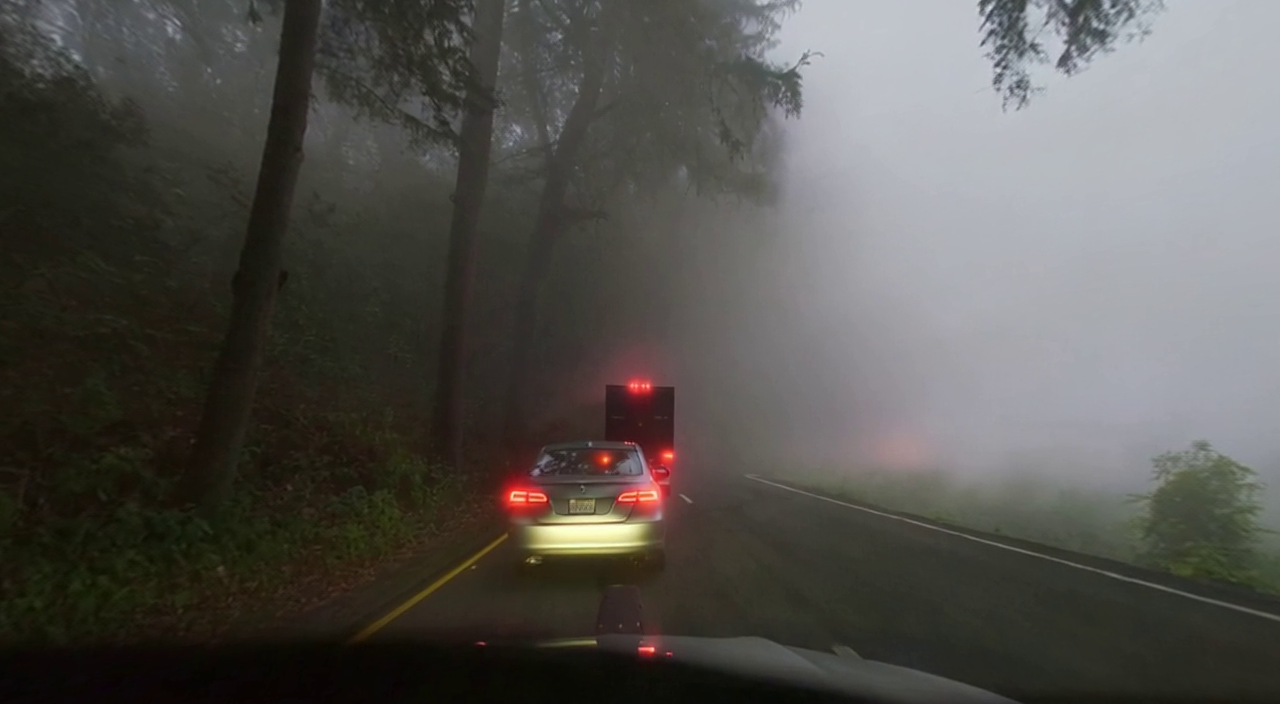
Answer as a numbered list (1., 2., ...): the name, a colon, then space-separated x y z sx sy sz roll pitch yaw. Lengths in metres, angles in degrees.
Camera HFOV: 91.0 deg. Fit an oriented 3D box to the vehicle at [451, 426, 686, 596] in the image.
1. vehicle: -0.619 1.718 7.675 2.076 1.490 4.078 0 -9 0
